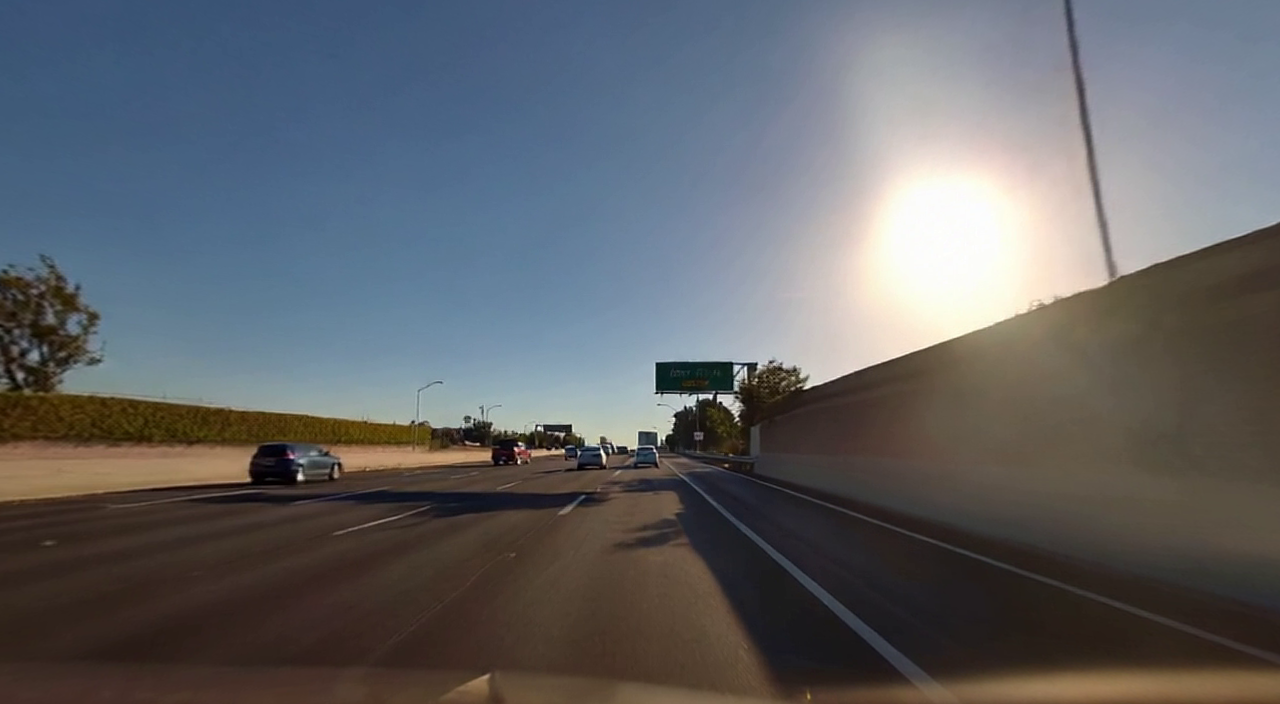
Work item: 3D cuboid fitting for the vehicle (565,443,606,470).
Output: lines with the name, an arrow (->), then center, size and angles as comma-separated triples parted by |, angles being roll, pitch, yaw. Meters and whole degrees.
vehicle -> -3.185, 6.239, 37.795 | 2.056, 1.480, 4.022 | 0, -8, 1

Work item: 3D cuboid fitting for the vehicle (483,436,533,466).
vehicle -> -9.674, 7.306, 46.808 | 2.339, 2.018, 5.790 | -1, -8, 1

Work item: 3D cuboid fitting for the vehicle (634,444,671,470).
vehicle -> 0.739, 6.381, 38.571 | 2.073, 1.480, 4.343 | 0, -8, 0

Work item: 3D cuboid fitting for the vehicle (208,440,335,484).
vehicle -> -13.677, 4.078, 23.821 | 1.952, 1.469, 4.639 | 0, -8, 1
